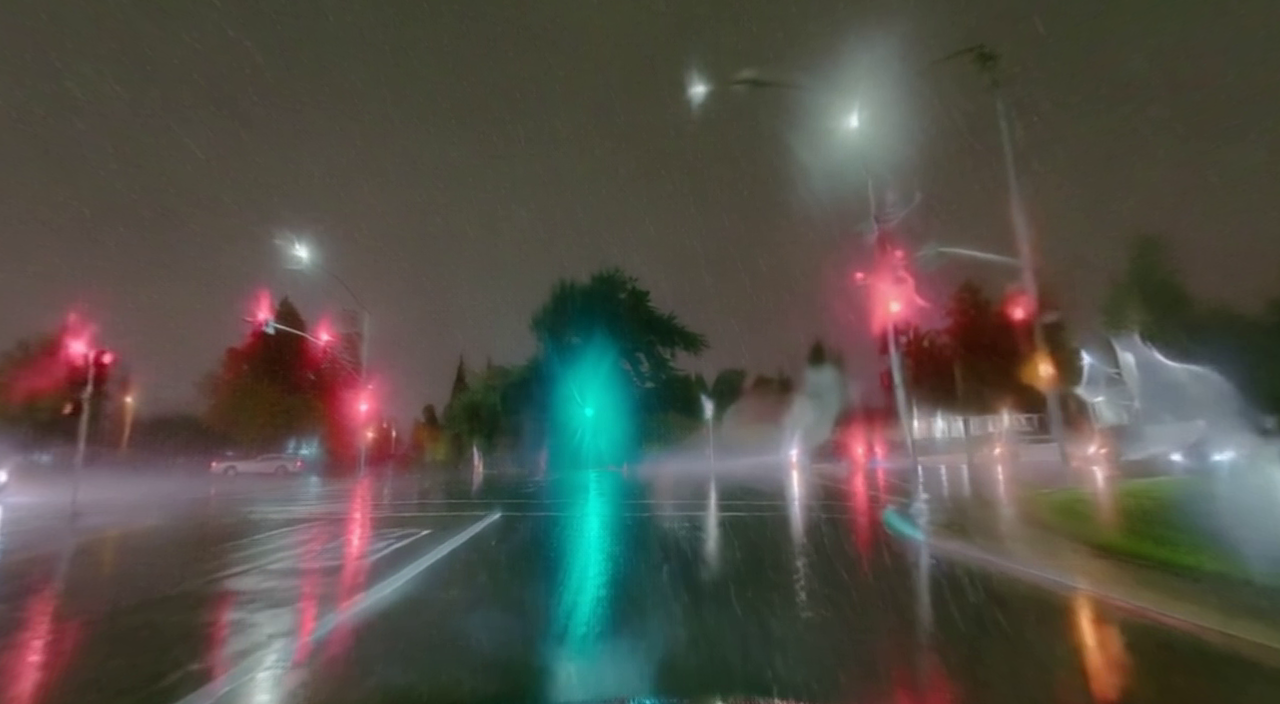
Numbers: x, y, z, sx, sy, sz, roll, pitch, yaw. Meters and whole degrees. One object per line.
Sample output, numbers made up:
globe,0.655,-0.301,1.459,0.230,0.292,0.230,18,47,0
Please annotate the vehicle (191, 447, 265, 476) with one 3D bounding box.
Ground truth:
vehicle,-27.184,7.184,41.834,1.967,1.779,4.159,-1,-8,2

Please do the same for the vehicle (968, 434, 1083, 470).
vehicle,18.878,4.915,31.115,4.326,1.672,1.903,0,-8,2

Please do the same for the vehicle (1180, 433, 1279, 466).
vehicle,29.146,4.653,30.229,4.692,1.478,1.886,-1,-8,3

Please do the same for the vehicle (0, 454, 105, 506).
vehicle,-19.849,3.905,19.510,4.989,1.442,1.940,-1,-8,4

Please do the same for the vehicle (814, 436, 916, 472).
vehicle,9.800,4.487,27.749,3.815,1.504,1.790,0,-8,2

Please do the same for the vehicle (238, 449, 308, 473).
vehicle,-24.262,7.188,41.937,1.817,1.488,4.631,0,-8,0

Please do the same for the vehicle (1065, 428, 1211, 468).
vehicle,21.401,4.148,27.331,4.510,1.673,2.030,0,-8,1
